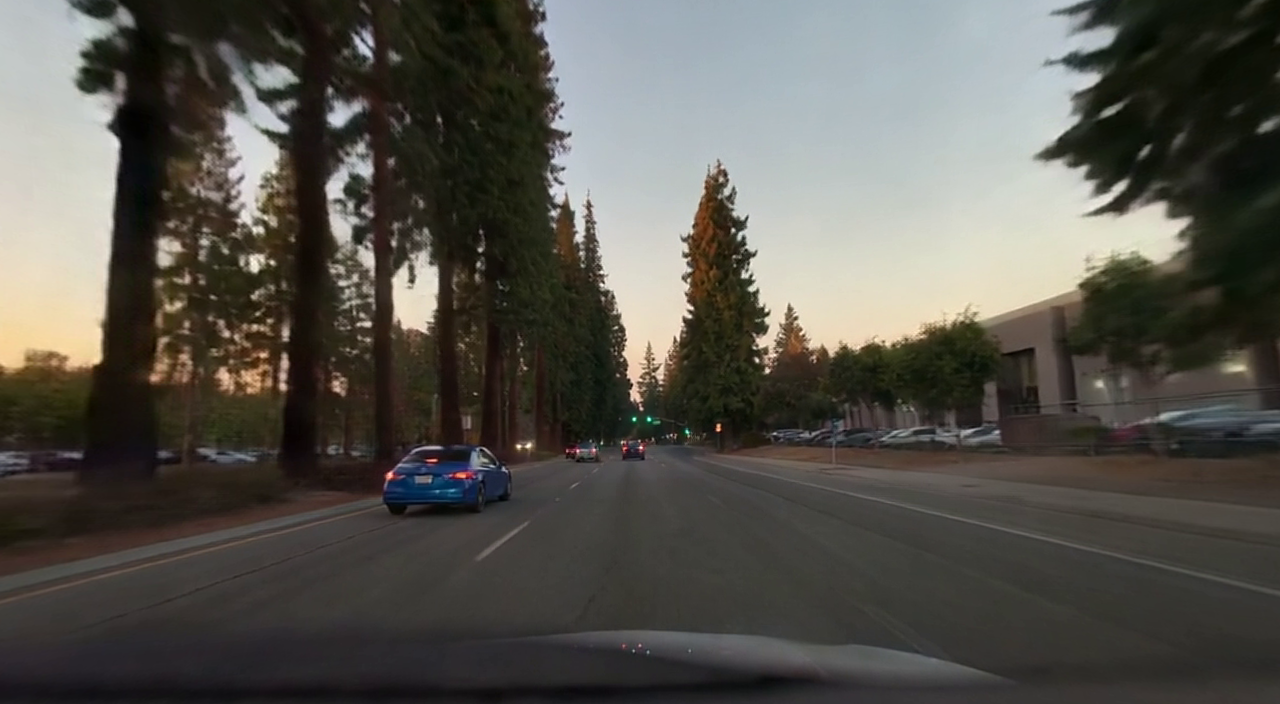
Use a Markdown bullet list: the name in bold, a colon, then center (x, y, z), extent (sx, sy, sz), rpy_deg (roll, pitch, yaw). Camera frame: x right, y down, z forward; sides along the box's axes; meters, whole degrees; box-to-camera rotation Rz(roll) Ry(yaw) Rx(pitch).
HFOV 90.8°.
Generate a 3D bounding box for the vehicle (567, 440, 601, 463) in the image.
- **vehicle**: center (-4.094, 7.322, 46.799), extent (2.103, 1.592, 4.160), rpy_deg (0, -8, 0)

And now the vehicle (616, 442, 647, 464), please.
- **vehicle**: center (-0.572, 6.767, 42.498), extent (1.991, 1.431, 4.199), rpy_deg (0, -8, -1)

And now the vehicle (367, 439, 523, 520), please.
- **vehicle**: center (-3.855, 2.573, 13.397), extent (1.905, 1.418, 4.396), rpy_deg (0, -8, 0)
